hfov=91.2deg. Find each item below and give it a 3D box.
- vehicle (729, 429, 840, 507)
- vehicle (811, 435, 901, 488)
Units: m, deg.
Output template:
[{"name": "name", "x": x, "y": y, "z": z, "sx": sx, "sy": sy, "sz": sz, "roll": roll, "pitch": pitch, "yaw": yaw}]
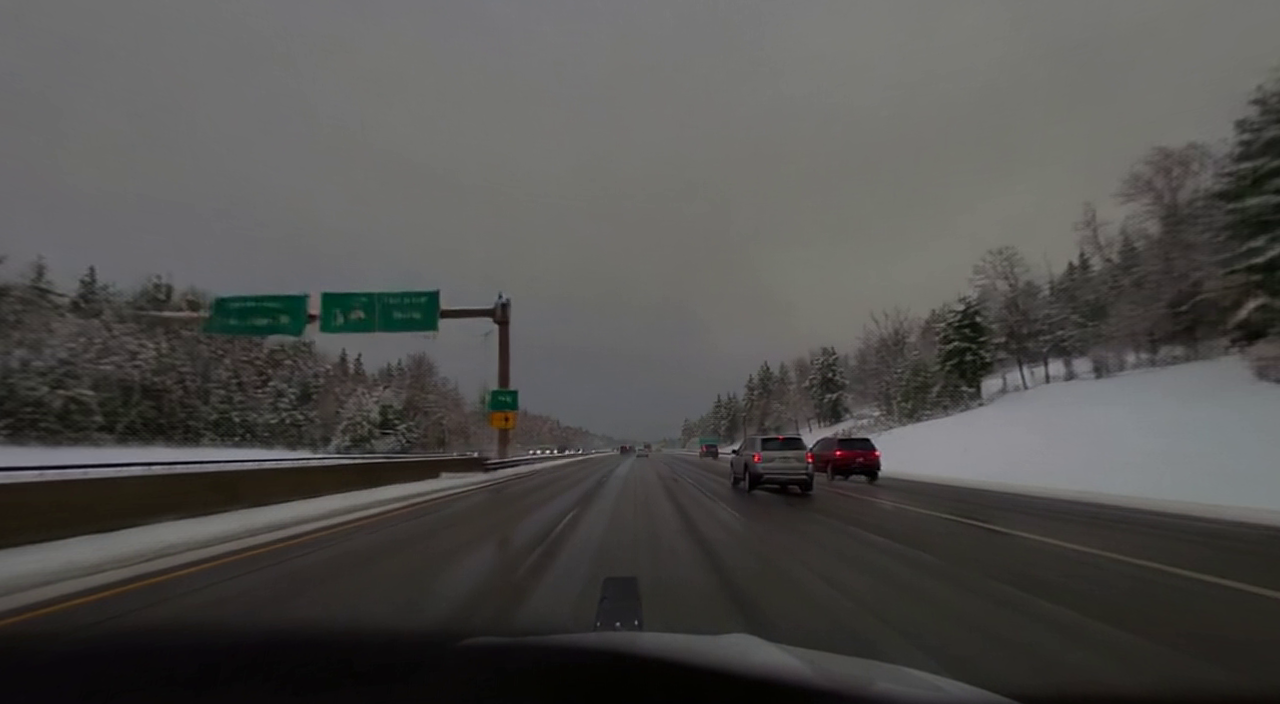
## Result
[{"name": "vehicle", "x": 3.573, "y": 2.957, "z": 16.332, "sx": 1.784, "sy": 1.733, "sz": 4.141, "roll": 0, "pitch": -9, "yaw": -1}, {"name": "vehicle", "x": 8.018, "y": 4.101, "z": 23.652, "sx": 1.898, "sy": 1.798, "sz": 3.805, "roll": 0, "pitch": -9, "yaw": -2}]
